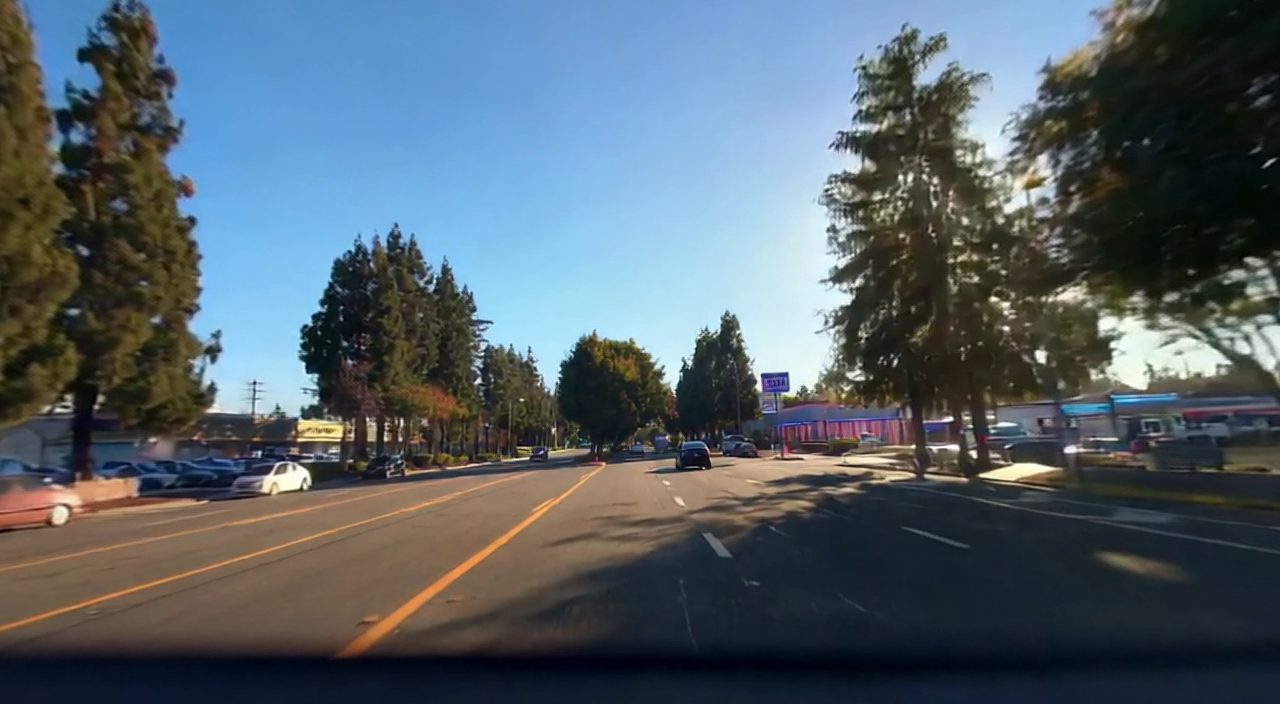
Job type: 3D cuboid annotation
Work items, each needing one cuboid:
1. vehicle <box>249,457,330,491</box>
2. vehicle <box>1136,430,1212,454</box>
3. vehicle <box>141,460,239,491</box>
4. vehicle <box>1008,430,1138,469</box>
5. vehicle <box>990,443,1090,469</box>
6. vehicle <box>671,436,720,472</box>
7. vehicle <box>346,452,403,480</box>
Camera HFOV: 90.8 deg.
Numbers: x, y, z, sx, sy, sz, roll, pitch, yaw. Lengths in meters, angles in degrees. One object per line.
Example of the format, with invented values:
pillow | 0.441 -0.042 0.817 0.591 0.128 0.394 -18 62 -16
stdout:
vehicle | -17.987 6.257 32.668 1.858 1.600 4.118 0 -9 -1
vehicle | 41.098 6.972 48.676 1.803 1.703 4.043 7 -11 -37
vehicle | -24.061 6.611 34.021 1.831 1.452 4.727 0 -9 -1
vehicle | 25.854 5.852 37.988 2.185 2.098 5.912 6 -11 -35
vehicle | 23.180 6.023 36.781 1.777 1.432 4.487 7 -11 -37
vehicle | 2.672 5.082 31.556 1.957 1.643 4.226 0 -9 -2
vehicle | -18.152 7.799 43.480 2.045 1.727 4.503 0 -9 -1
